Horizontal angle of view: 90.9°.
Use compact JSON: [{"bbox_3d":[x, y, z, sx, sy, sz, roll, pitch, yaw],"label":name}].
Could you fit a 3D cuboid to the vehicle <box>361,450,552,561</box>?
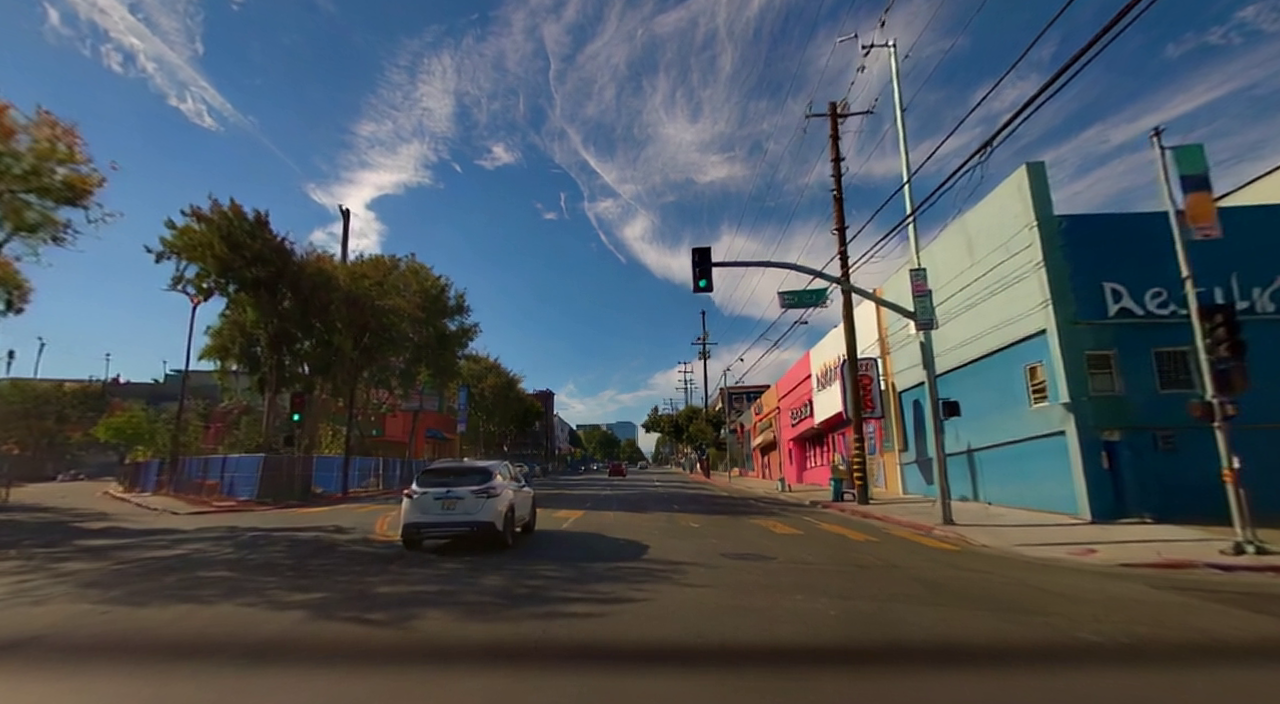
[{"bbox_3d":[-2.995,2.647,11.496,2.036,1.589,4.549,0,-10,1],"label":"vehicle"}]
